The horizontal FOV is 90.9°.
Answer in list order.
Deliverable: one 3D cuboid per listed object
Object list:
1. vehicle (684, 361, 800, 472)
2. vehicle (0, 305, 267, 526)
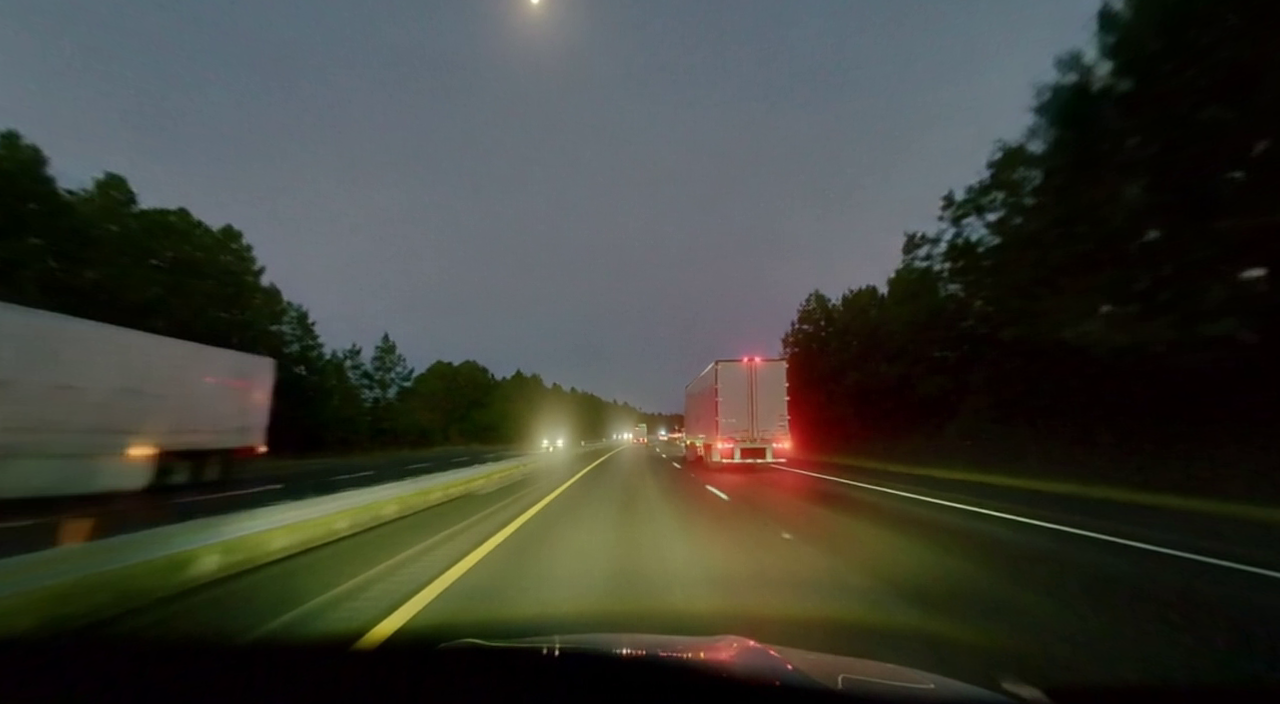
[{"bbox_3d":[4.168,3.225,29.851,2.951,4.007,13.976,0,-7,-1],"label":"vehicle"},{"bbox_3d":[-13.230,1.677,15.627,2.903,4.077,8.147,0,-7,0],"label":"vehicle"}]
